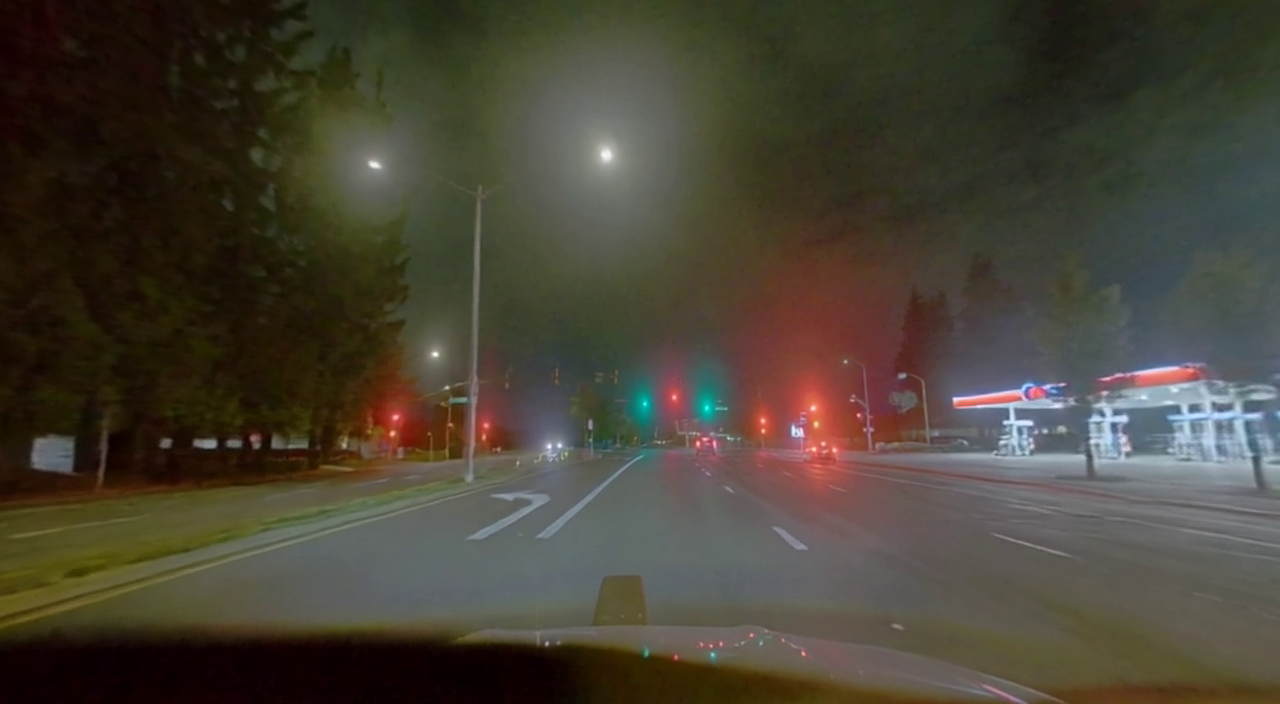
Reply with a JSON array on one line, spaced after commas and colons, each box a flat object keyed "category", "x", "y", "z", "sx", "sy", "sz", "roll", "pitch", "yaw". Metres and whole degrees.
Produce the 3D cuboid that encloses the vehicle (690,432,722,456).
[{"category": "vehicle", "x": 5.101, "y": 7.212, "z": 49.233, "sx": 2.090, "sy": 1.717, "sz": 4.063, "roll": 0, "pitch": -8, "yaw": 0}]
